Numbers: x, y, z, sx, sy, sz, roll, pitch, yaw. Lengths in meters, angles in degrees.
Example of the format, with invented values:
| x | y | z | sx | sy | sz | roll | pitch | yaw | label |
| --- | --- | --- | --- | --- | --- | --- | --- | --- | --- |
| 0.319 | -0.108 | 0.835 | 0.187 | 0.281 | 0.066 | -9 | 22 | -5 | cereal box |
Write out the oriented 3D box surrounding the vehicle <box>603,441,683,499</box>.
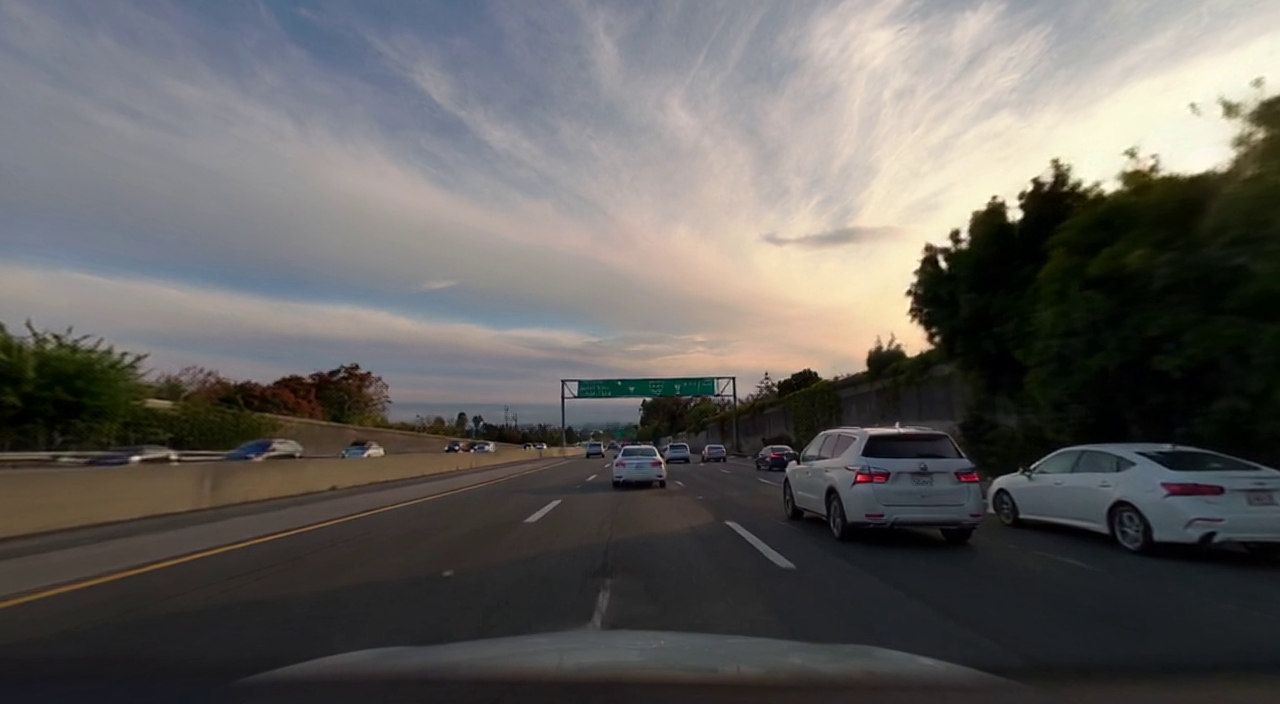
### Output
| x | y | z | sx | sy | sz | roll | pitch | yaw | label |
| --- | --- | --- | --- | --- | --- | --- | --- | --- | --- |
| 0.045 | 3.389 | 18.573 | 2.098 | 1.475 | 3.997 | 0 | -9 | -1 | vehicle |

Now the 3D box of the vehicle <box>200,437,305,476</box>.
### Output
| x | y | z | sx | sy | sz | roll | pitch | yaw | label |
| --- | --- | --- | --- | --- | --- | --- | --- | --- | --- |
| -18.002 | 4.869 | 29.638 | 1.994 | 1.658 | 4.646 | 0 | -9 | 0 | vehicle |

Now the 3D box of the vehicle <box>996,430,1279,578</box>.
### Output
| x | y | z | sx | sy | sz | roll | pitch | yaw | label |
| --- | --- | --- | --- | --- | --- | --- | --- | --- | --- |
| 7.077 | 1.852 | 8.583 | 1.872 | 1.469 | 4.414 | 0 | -9 | 0 | vehicle |

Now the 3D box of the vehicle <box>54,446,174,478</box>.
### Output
| x | y | z | sx | sy | sz | roll | pitch | yaw | label |
| --- | --- | --- | --- | --- | --- | --- | --- | --- | --- |
| -25.759 | 5.380 | 31.208 | 1.857 | 1.452 | 4.788 | 0 | -9 | -1 | vehicle |

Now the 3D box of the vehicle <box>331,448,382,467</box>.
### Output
| x | y | z | sx | sy | sz | roll | pitch | yaw | label |
| --- | --- | --- | --- | --- | --- | --- | --- | --- | --- |
| -21.871 | 8.142 | 48.959 | 1.992 | 1.424 | 4.365 | 0 | -9 | -1 | vehicle |

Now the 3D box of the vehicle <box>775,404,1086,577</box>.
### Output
| x | y | z | sx | sy | sz | roll | pitch | yaw | label |
| --- | --- | --- | --- | --- | --- | --- | --- | --- | --- |
| 3.570 | 1.806 | 9.069 | 2.162 | 1.800 | 4.693 | 0 | -9 | -1 | vehicle |

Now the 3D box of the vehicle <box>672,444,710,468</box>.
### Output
| x | y | z | sx | sy | sz | roll | pitch | yaw | label |
| --- | --- | --- | --- | --- | --- | --- | --- | --- | --- |
| 3.296 | 6.845 | 41.799 | 1.998 | 1.490 | 4.296 | 0 | -9 | -2 | vehicle |
